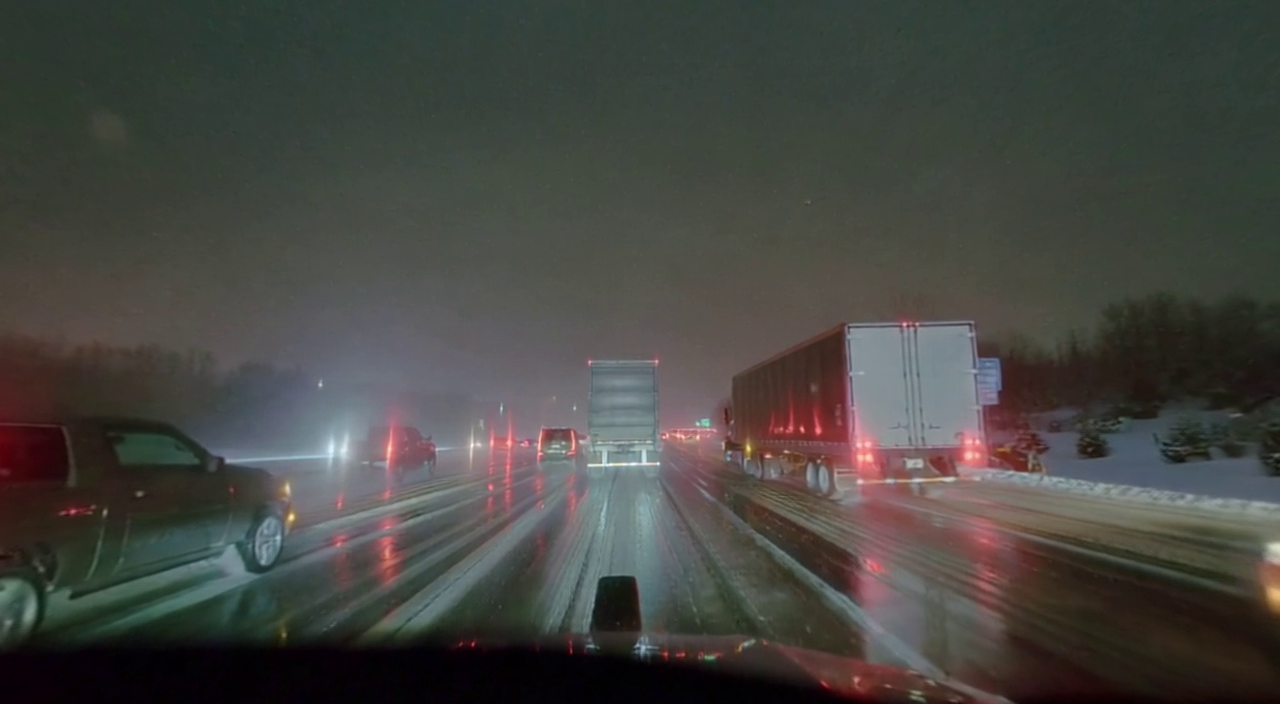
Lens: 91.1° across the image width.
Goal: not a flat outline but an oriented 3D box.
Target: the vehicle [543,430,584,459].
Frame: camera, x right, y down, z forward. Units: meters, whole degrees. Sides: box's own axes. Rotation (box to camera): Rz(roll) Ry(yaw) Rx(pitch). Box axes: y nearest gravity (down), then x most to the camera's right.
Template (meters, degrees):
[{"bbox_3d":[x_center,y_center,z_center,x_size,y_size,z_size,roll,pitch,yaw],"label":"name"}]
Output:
[{"bbox_3d":[-4.559,5.569,38.116,1.986,1.612,4.155,0,-8,0],"label":"vehicle"}]

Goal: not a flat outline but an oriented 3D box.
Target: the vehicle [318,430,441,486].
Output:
[{"bbox_3d":[-7.806,3.184,19.350,1.909,1.479,4.425,0,-8,0],"label":"vehicle"}]

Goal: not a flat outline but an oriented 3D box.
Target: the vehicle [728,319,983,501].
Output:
[{"bbox_3d":[5.648,2.160,20.683,2.863,3.936,14.058,0,-8,-3],"label":"vehicle"}]

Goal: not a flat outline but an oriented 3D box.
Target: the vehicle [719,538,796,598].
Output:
[{"bbox_3d":[5.177,9.592,28.113,2.835,2.000,2.696,0,-7,-2],"label":"vehicle"}]

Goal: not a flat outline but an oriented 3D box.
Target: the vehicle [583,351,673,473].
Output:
[{"bbox_3d":[-0.540,2.632,25.766,2.938,4.033,9.980,0,-8,-2],"label":"vehicle"}]

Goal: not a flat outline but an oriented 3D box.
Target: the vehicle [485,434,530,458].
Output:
[{"bbox_3d":[-8.636,6.117,41.250,2.019,1.471,4.347,0,-8,0],"label":"vehicle"}]

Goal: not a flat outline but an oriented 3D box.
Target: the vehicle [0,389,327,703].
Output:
[{"bbox_3d":[-3.865,1.067,3.923,1.882,1.493,3.828,0,-8,-1],"label":"vehicle"}]
